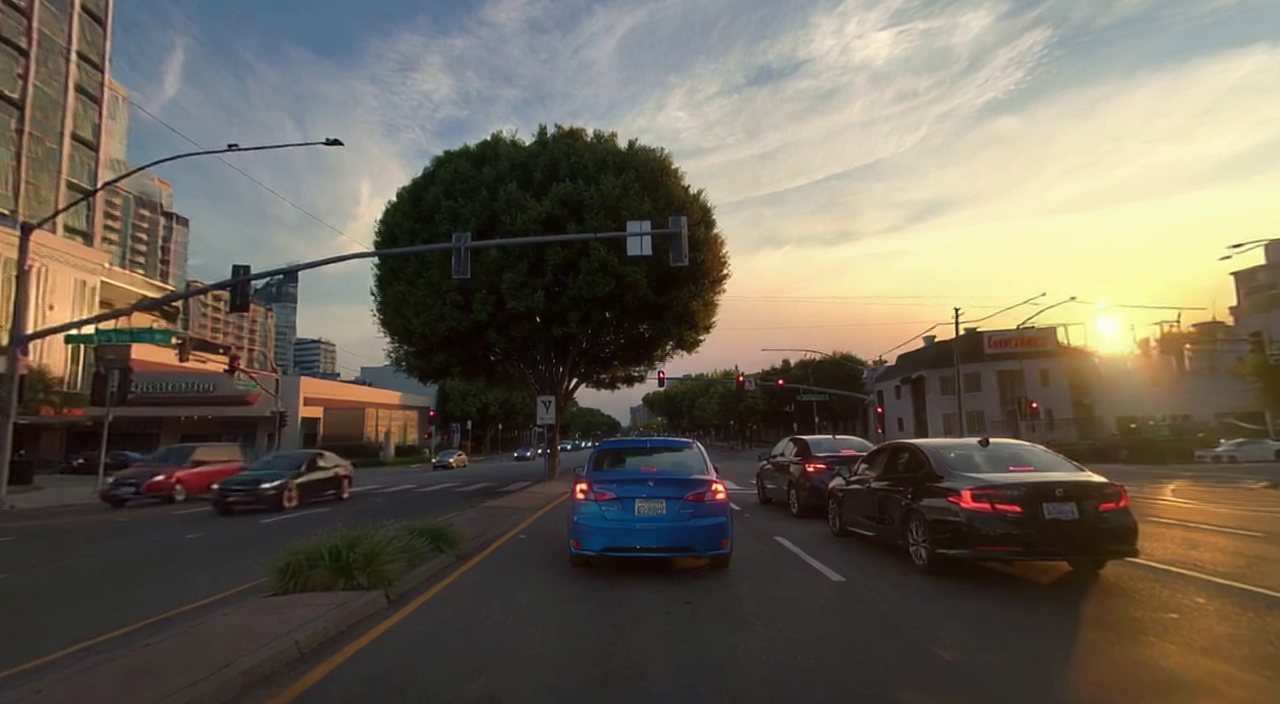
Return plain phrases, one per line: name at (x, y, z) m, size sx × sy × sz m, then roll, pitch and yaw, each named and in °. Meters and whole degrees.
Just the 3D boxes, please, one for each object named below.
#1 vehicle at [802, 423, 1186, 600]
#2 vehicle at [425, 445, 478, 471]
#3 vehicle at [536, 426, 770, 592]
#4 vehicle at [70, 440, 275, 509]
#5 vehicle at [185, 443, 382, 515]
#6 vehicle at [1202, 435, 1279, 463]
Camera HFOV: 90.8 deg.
vehicle at (3.621, 1.713, 7.735) m, size 2.018 × 1.491 × 4.544 m, roll 0°, pitch -9°, yaw -1°
vehicle at (-11.705, 6.598, 39.539) m, size 1.922 × 1.466 × 4.422 m, roll 0°, pitch -9°, yaw 1°
vehicle at (0.095, 1.717, 7.731) m, size 2.087 × 1.468 × 4.014 m, roll 0°, pitch -9°, yaw -1°
vehicle at (-12.732, 3.329, 17.734) m, size 2.166 × 1.659 × 4.654 m, roll 0°, pitch -9°, yaw 0°
vehicle at (-8.393, 3.007, 15.522) m, size 2.090 × 1.475 × 4.616 m, roll 0°, pitch -9°, yaw 1°
vehicle at (35.225, 5.535, 36.156) m, size 4.190 × 1.535 × 1.998 m, roll 0°, pitch -9°, yaw -1°
